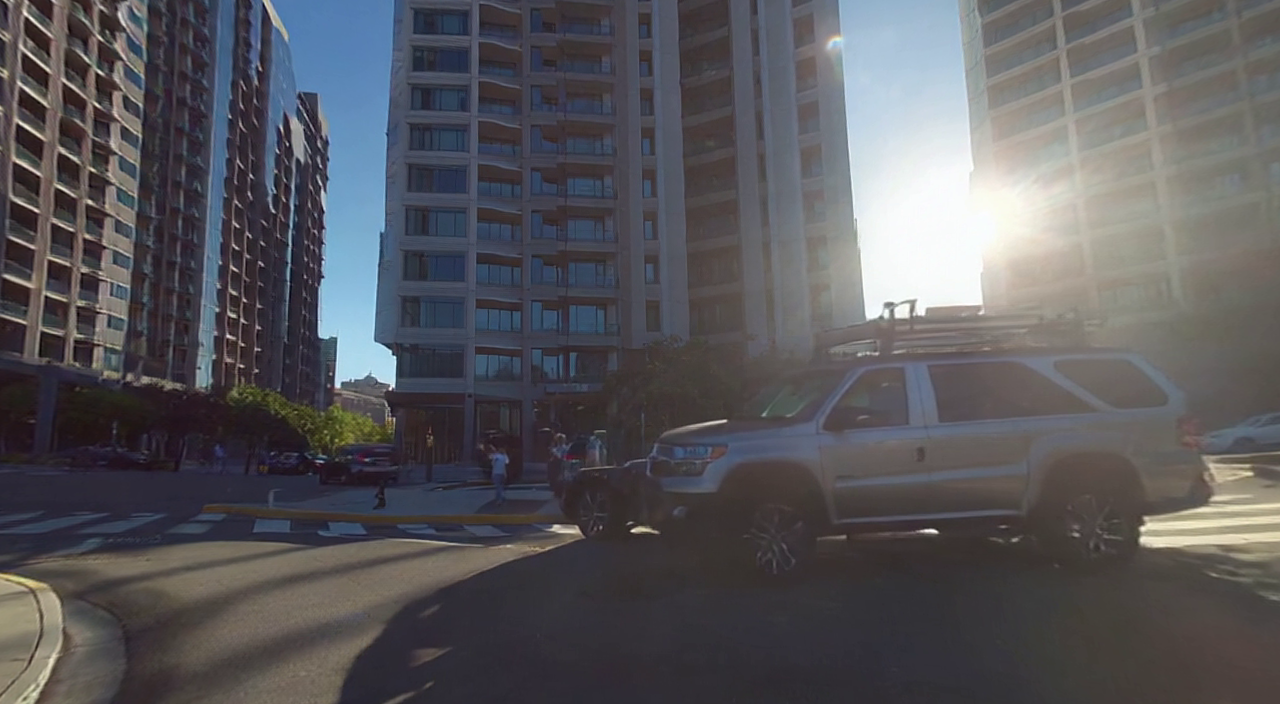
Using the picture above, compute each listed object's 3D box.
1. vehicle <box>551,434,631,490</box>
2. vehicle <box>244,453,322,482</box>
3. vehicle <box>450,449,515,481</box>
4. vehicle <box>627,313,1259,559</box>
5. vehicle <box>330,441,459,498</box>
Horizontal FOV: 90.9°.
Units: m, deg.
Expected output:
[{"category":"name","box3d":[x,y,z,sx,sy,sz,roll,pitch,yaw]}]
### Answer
[{"category":"vehicle","box3d":[-1.591,3.812,22.165,2.144,1.733,4.115,-1,-8,5]},{"category":"vehicle","box3d":[-19.463,6.303,34.486,3.467,1.456,1.649,4,-9,-24]},{"category":"vehicle","box3d":[-7.865,5.677,31.949,2.164,1.494,4.235,0,-8,0]},{"category":"vehicle","box3d":[3.362,1.120,8.441,6.932,2.753,2.446,-1,-8,2]},{"category":"vehicle","box3d":[-8.221,3.967,21.723,2.395,1.719,4.549,-1,-8,3]}]
